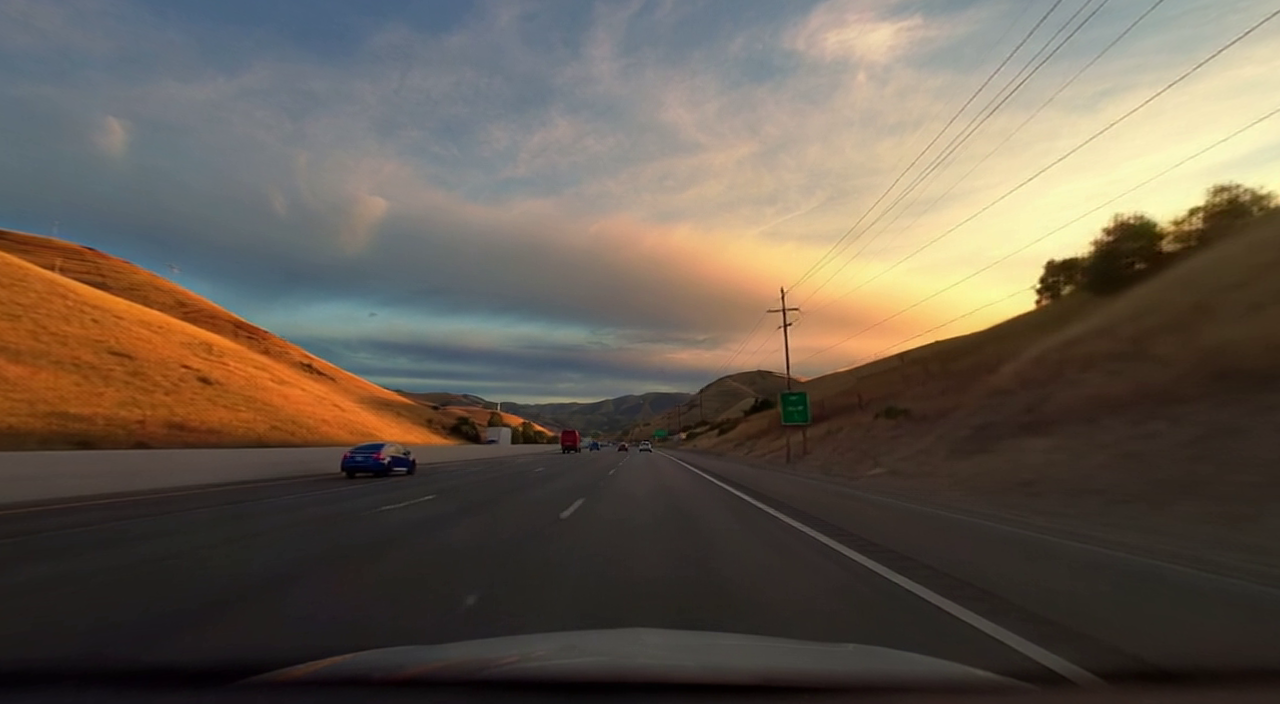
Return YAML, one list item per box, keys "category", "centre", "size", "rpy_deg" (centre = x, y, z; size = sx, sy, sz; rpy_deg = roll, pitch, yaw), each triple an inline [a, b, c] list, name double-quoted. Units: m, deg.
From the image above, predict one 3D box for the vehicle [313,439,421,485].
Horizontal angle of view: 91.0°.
- category: "vehicle"
  centre: [-10.378, 4.200, 24.439]
  size: [1.971, 1.558, 4.847]
  rpy_deg: [0, -8, 0]
